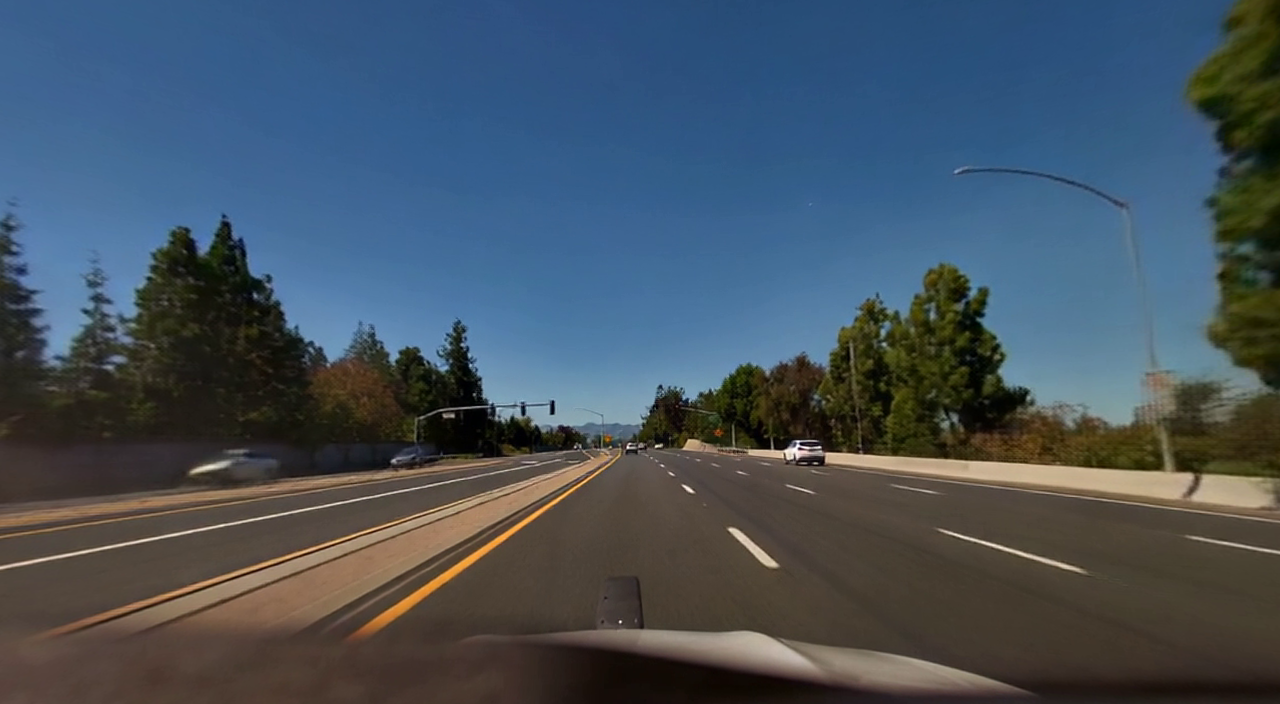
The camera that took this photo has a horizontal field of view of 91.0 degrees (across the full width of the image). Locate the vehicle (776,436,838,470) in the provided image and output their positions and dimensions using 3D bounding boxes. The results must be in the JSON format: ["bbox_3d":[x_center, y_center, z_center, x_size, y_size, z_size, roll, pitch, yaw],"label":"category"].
[{"bbox_3d":[9.452,5.763,36.064,2.170,1.830,4.720,0,-9,0],"label":"vehicle"}]

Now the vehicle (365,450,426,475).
[{"bbox_3d":[-15.505,7.023,40.237,1.972,1.473,4.632,0,-9,1],"label":"vehicle"}]

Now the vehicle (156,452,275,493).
[{"bbox_3d":[-18.670,5.276,27.980,2.043,1.627,4.595,0,-9,1],"label":"vehicle"}]
